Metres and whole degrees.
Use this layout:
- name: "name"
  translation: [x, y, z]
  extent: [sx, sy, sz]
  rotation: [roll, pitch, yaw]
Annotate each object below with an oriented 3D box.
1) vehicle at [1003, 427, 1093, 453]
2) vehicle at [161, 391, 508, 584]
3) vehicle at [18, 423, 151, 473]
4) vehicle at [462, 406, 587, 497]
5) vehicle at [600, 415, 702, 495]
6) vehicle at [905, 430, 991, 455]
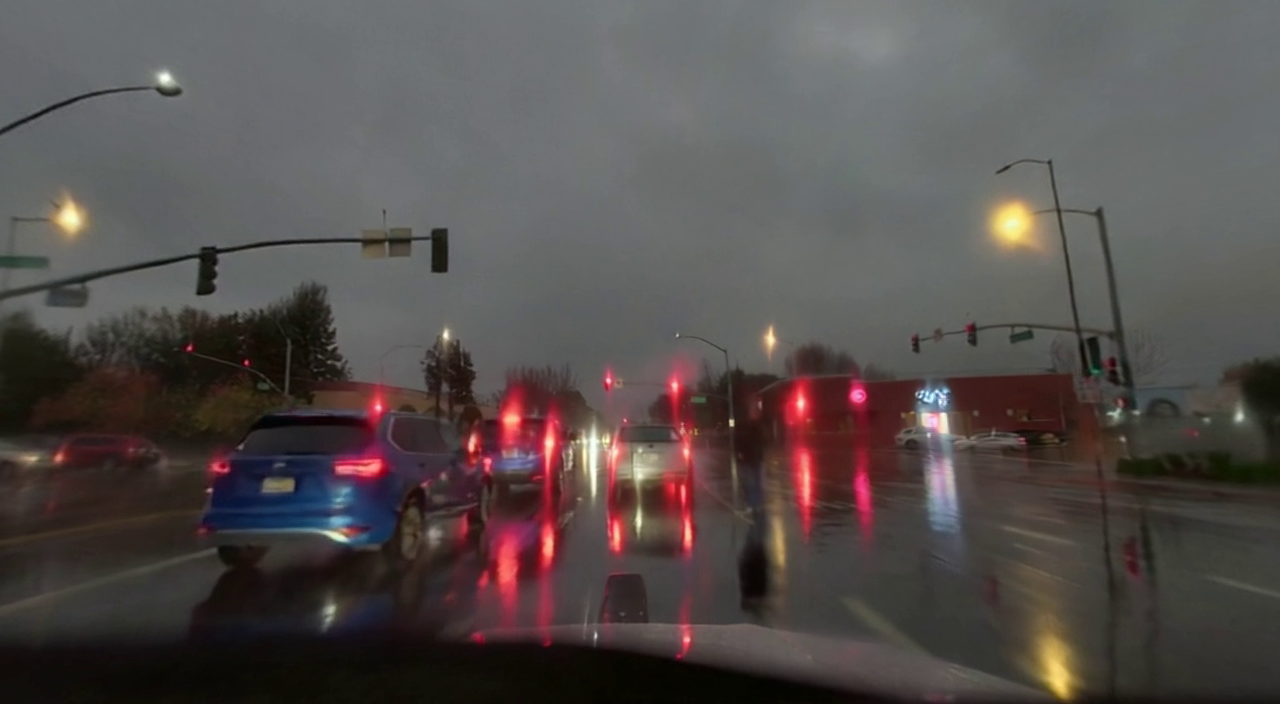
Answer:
- name: "vehicle"
  translation: [28.641, 6.224, 44.156]
  extent: [4.849, 1.759, 2.041]
  rotation: [0, -8, -2]
- name: "vehicle"
  translation: [-3.213, 1.533, 7.901]
  extent: [2.006, 1.707, 4.448]
  rotation: [0, -8, 2]
- name: "vehicle"
  translation: [-33.117, 5.711, 37.551]
  extent: [5.884, 2.243, 2.287]
  rotation: [-6, -5, 0]
- name: "vehicle"
  translation: [-2.653, 2.478, 15.822]
  extent: [2.220, 1.926, 4.870]
  rotation: [0, -8, 0]
- name: "vehicle"
  translation: [0.207, 2.595, 16.118]
  extent: [2.204, 1.738, 4.690]
  rotation: [0, -8, -1]
- name: "vehicle"
  translation: [20.007, 5.886, 40.857]
  extent: [4.624, 1.601, 1.871]
  rotation: [0, -8, -2]
